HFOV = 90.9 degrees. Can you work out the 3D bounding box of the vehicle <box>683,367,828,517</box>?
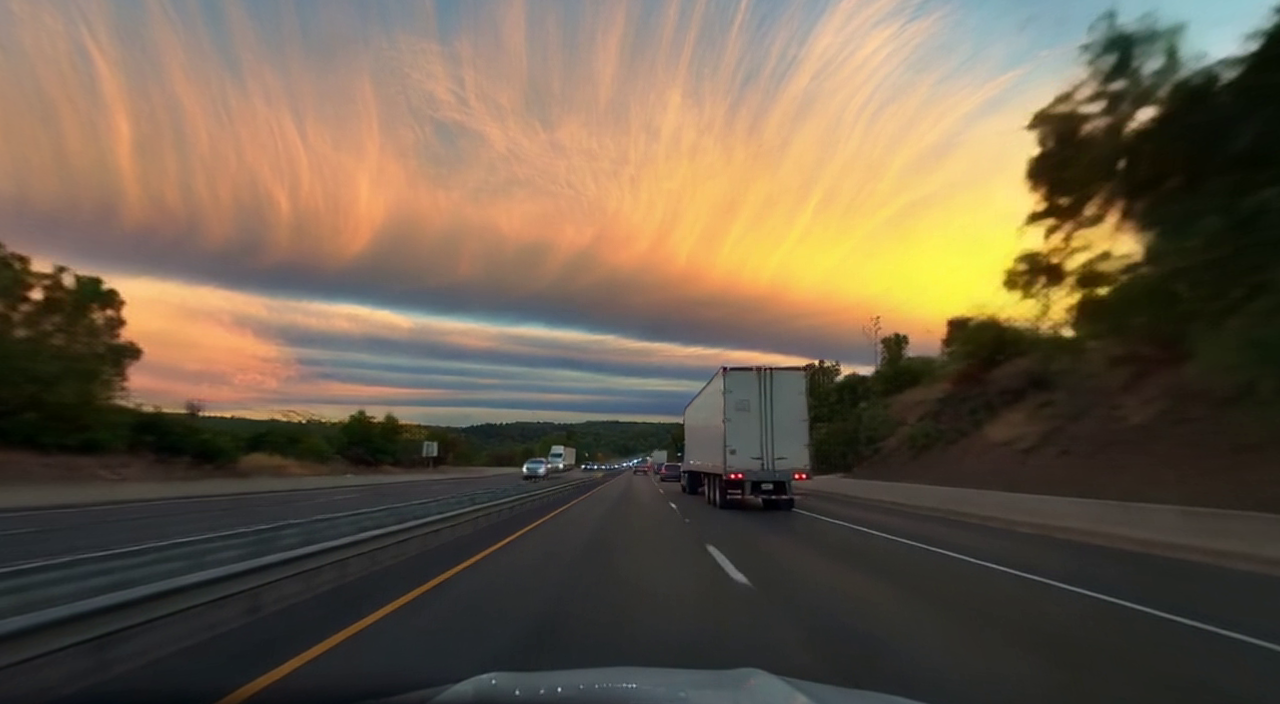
[{"bbox_3d":[3.640,3.722,24.373,2.863,4.088,14.040,1,-10,0],"label":"vehicle"}]
